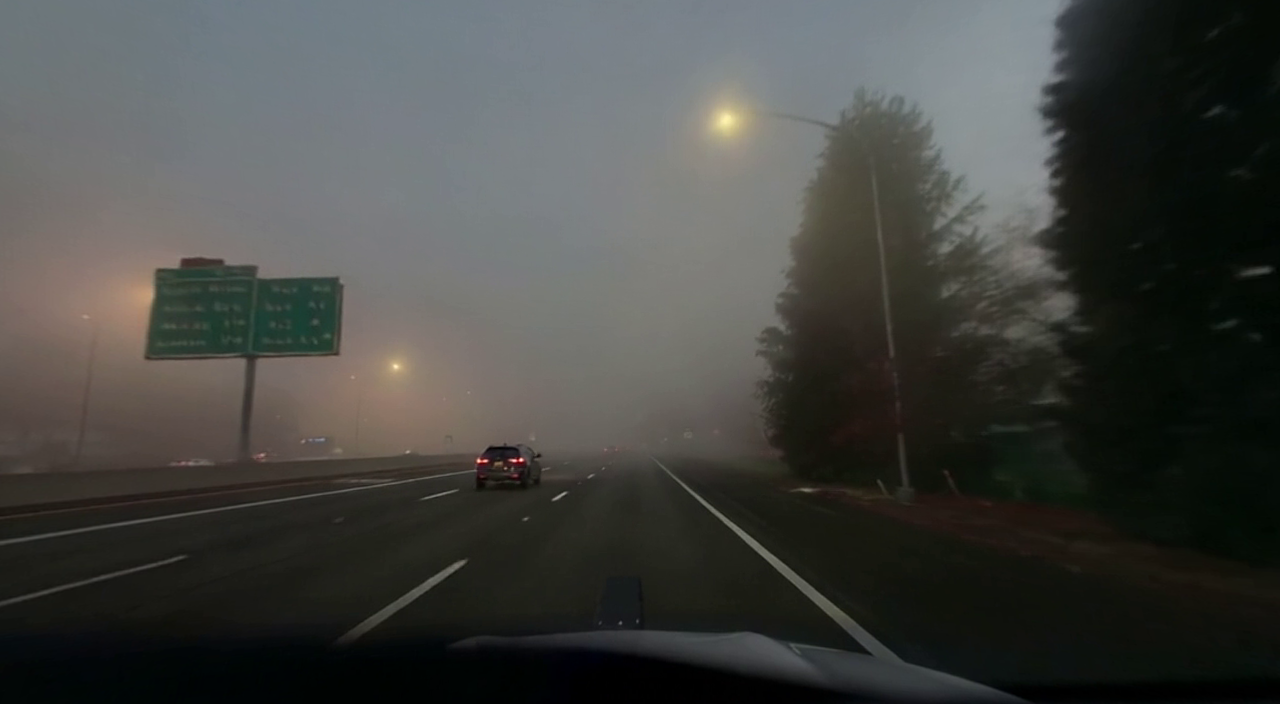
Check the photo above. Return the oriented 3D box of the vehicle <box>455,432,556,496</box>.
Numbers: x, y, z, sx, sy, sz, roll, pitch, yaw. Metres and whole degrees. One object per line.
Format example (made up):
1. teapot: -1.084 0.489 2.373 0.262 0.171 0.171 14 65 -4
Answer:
1. vehicle: -4.073 3.461 20.047 2.150 1.761 4.697 0 -8 0
